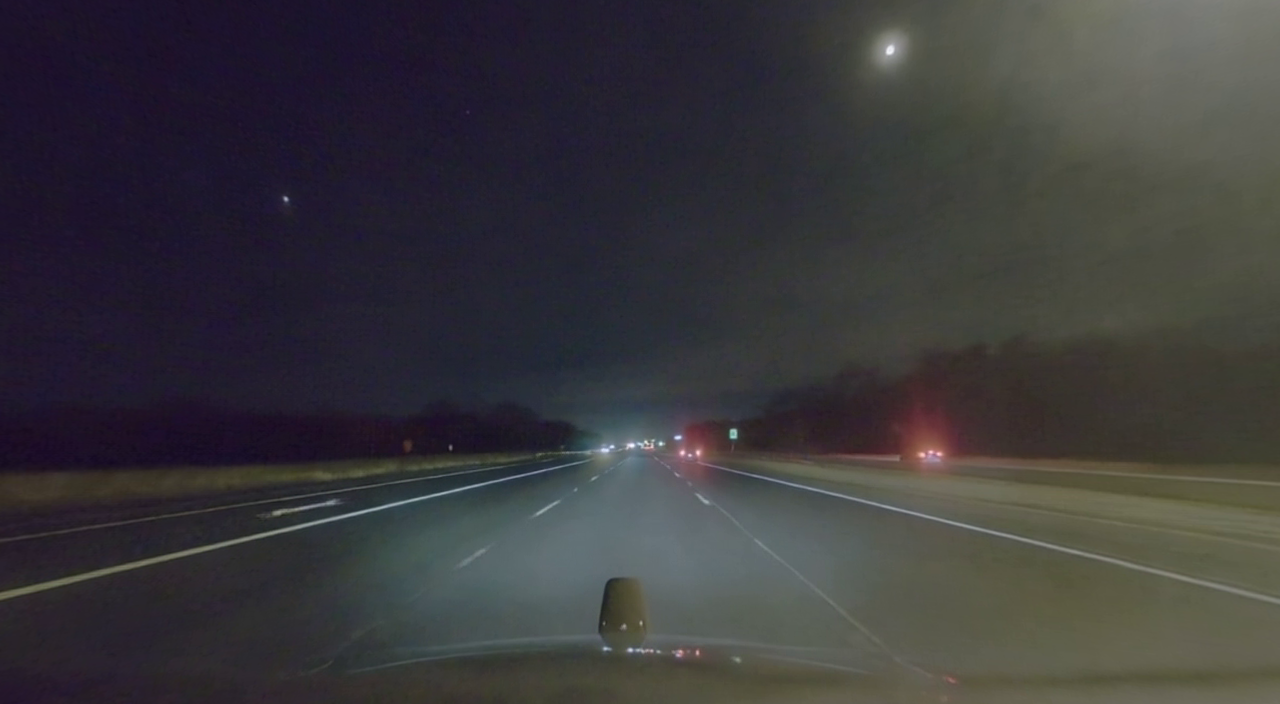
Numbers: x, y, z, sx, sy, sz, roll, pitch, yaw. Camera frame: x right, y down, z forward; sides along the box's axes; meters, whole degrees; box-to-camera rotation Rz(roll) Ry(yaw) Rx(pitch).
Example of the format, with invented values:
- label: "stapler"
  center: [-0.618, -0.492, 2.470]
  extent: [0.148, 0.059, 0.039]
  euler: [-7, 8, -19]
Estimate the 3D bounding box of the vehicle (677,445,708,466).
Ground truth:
- label: "vehicle"
  center: [4.045, 8.029, 48.997]
  extent: [2.003, 1.520, 4.058]
  euler: [0, -8, 0]
